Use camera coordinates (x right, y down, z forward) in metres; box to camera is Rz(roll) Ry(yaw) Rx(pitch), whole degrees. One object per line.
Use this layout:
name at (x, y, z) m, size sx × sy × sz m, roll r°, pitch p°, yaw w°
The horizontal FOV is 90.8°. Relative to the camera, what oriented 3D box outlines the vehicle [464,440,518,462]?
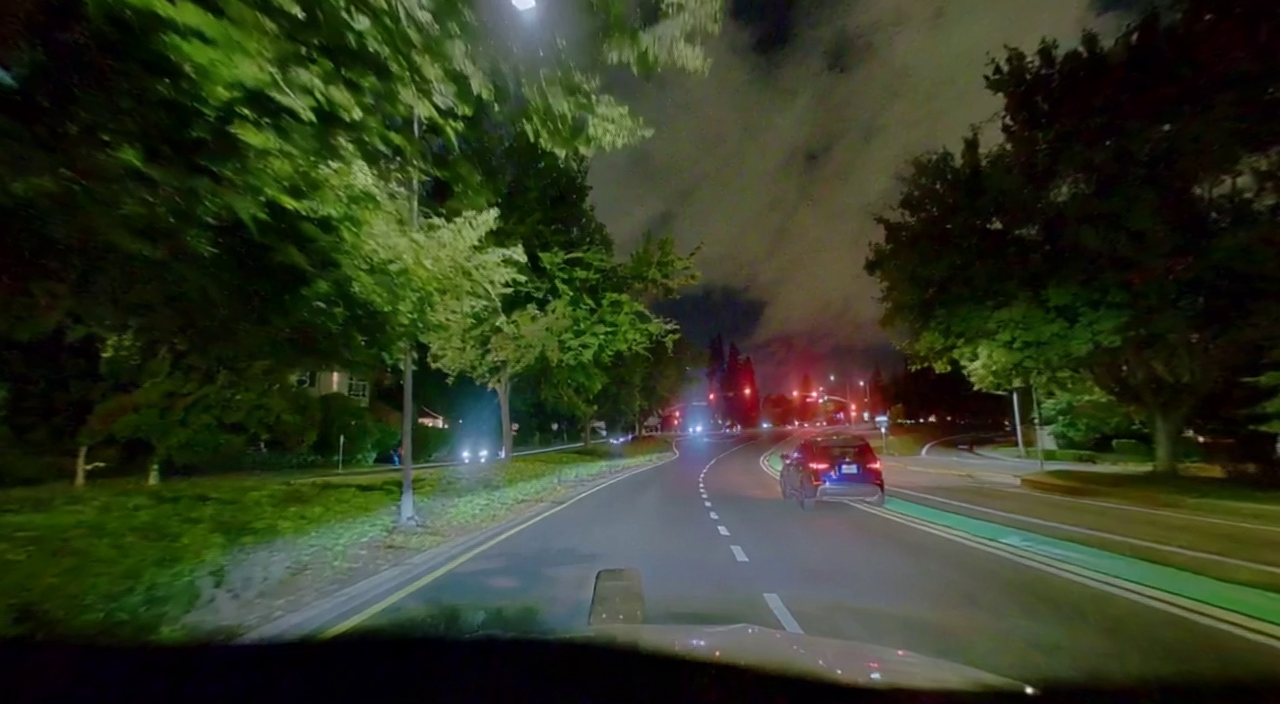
vehicle at (-10.918, 7.294, 46.660) m, size 2.061 × 1.559 × 4.729 m, roll -2°, pitch -9°, yaw 10°
